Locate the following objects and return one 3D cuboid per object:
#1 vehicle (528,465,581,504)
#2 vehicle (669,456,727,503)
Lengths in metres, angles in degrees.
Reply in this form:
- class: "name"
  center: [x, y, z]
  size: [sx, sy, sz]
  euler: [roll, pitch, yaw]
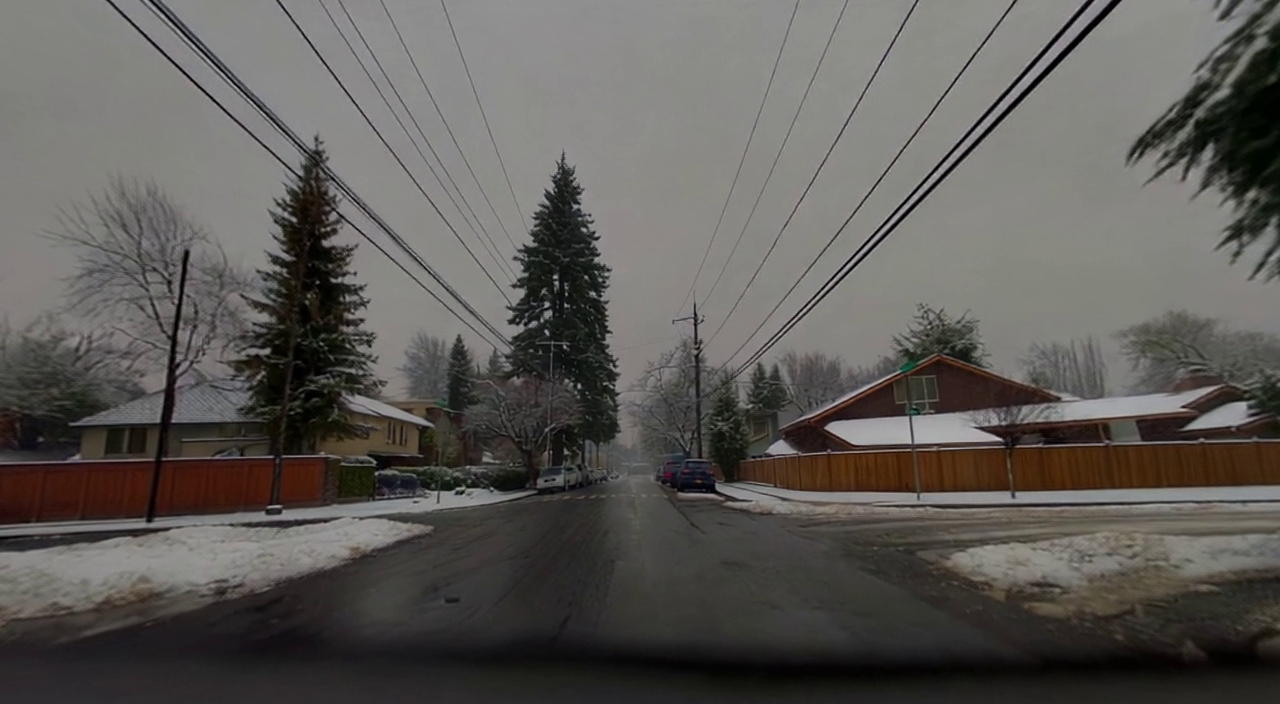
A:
- class: "vehicle"
  center: [-4.314, 6.788, 32.712]
  size: [2.189, 1.771, 4.571]
  euler: [0, -9, -1]
- class: "vehicle"
  center: [2.573, 5.801, 29.187]
  size: [2.051, 1.874, 4.459]
  euler: [0, -8, -2]
